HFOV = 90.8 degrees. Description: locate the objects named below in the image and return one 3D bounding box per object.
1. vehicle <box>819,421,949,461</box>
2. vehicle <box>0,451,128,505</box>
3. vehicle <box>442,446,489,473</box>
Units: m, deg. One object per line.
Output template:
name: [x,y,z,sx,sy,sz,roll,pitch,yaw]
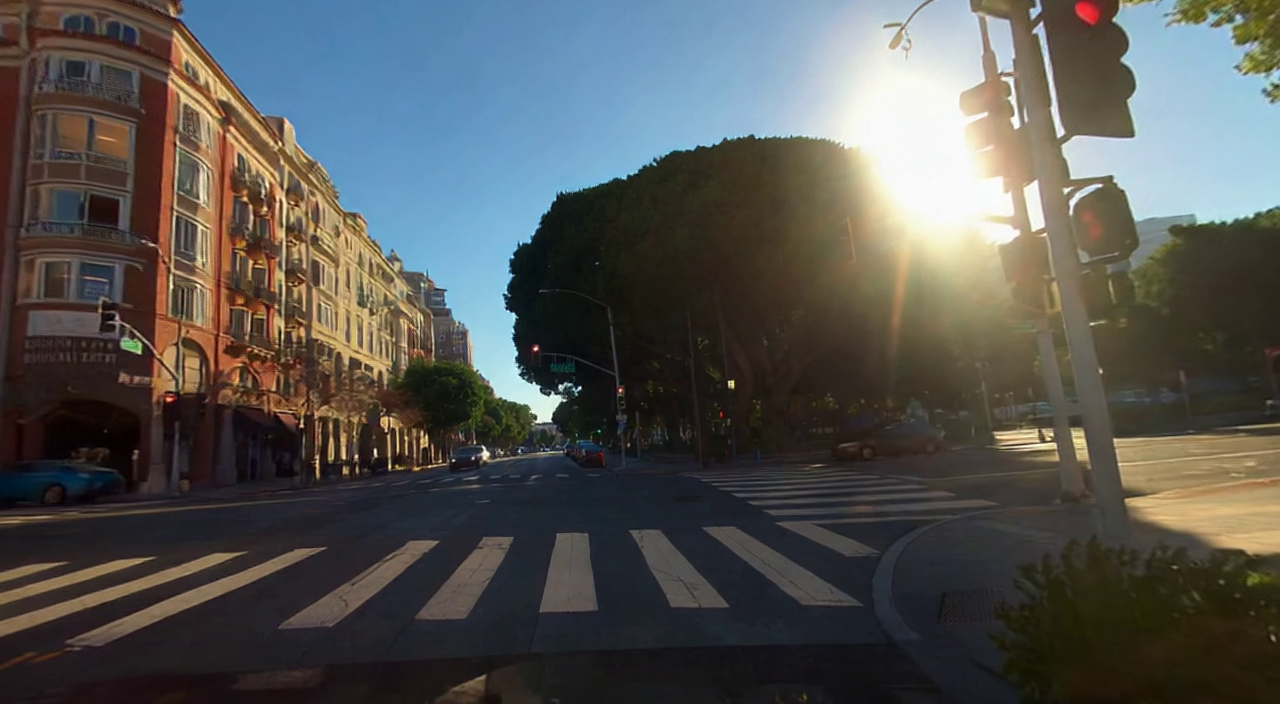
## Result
vehicle: [9.374,3.451,24.423,4.320,1.456,1.803,2,-9,-11]
vehicle: [-19.940,4.047,20.513,4.626,1.636,2.004,1,-8,-7]
vehicle: [-10.467,6.467,38.170,2.196,1.503,4.371,1,-9,-8]
